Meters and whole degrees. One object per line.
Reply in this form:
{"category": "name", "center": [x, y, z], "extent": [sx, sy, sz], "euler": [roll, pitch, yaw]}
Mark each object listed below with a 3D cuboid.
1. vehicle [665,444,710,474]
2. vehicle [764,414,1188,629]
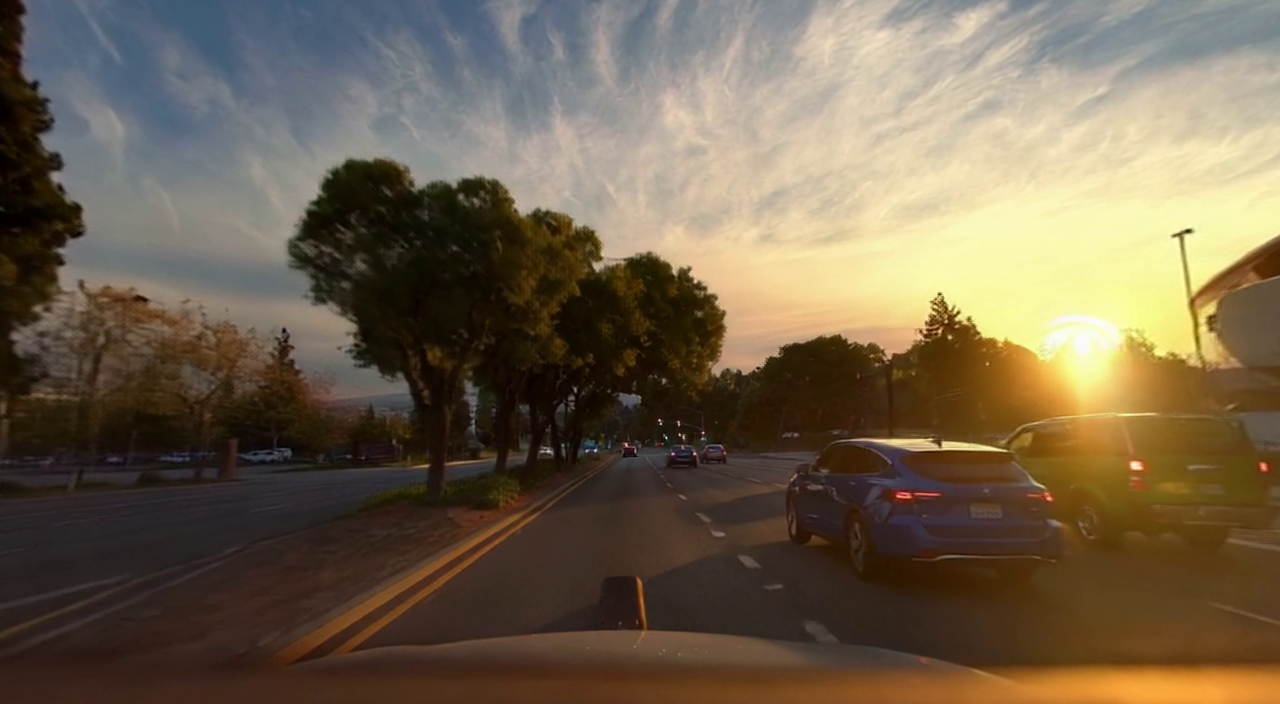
{"category": "vehicle", "center": [2.514, 5.794, 34.285], "extent": [1.980, 1.484, 4.093], "euler": [0, -9, -2]}
{"category": "vehicle", "center": [2.959, 1.612, 7.150], "extent": [1.932, 1.547, 4.992], "euler": [0, -9, -2]}
